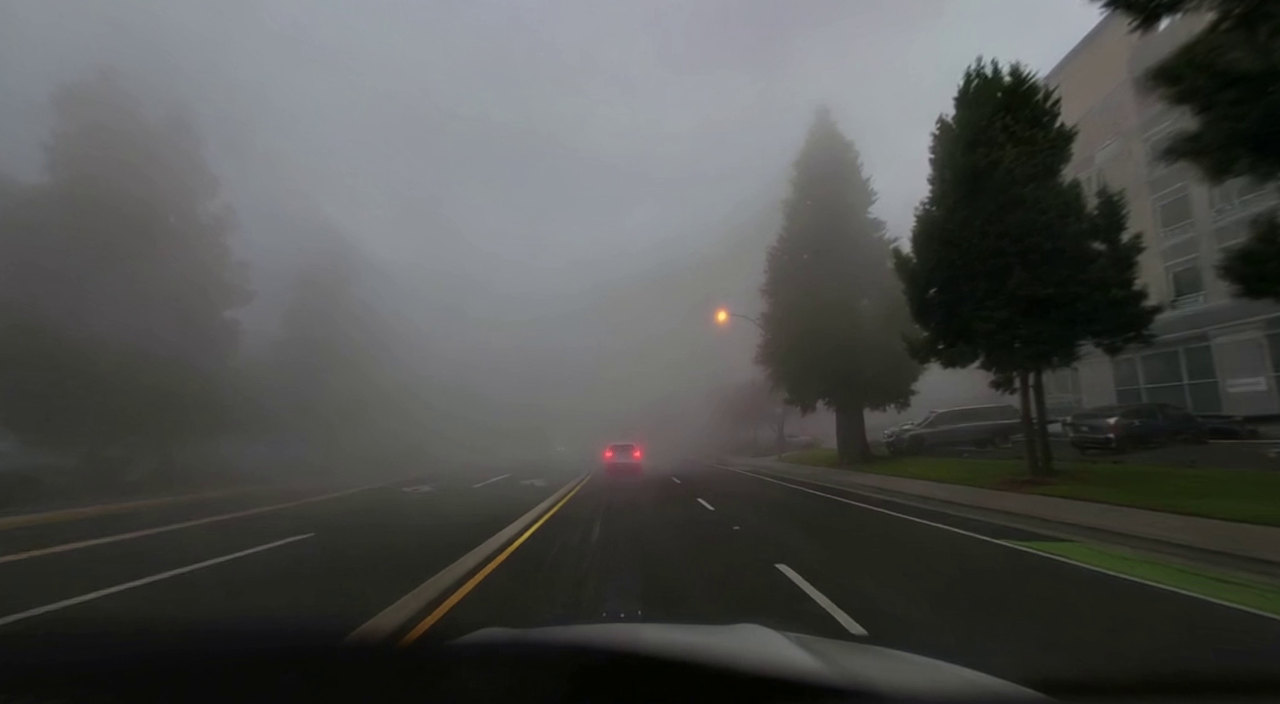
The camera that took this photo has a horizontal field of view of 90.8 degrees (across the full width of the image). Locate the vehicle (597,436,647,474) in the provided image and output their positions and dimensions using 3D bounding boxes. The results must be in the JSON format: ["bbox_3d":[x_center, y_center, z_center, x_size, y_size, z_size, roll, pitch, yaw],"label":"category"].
[{"bbox_3d":[-0.875,4.846,29.985,2.181,1.639,4.127,0,-9,-2],"label":"vehicle"}]
